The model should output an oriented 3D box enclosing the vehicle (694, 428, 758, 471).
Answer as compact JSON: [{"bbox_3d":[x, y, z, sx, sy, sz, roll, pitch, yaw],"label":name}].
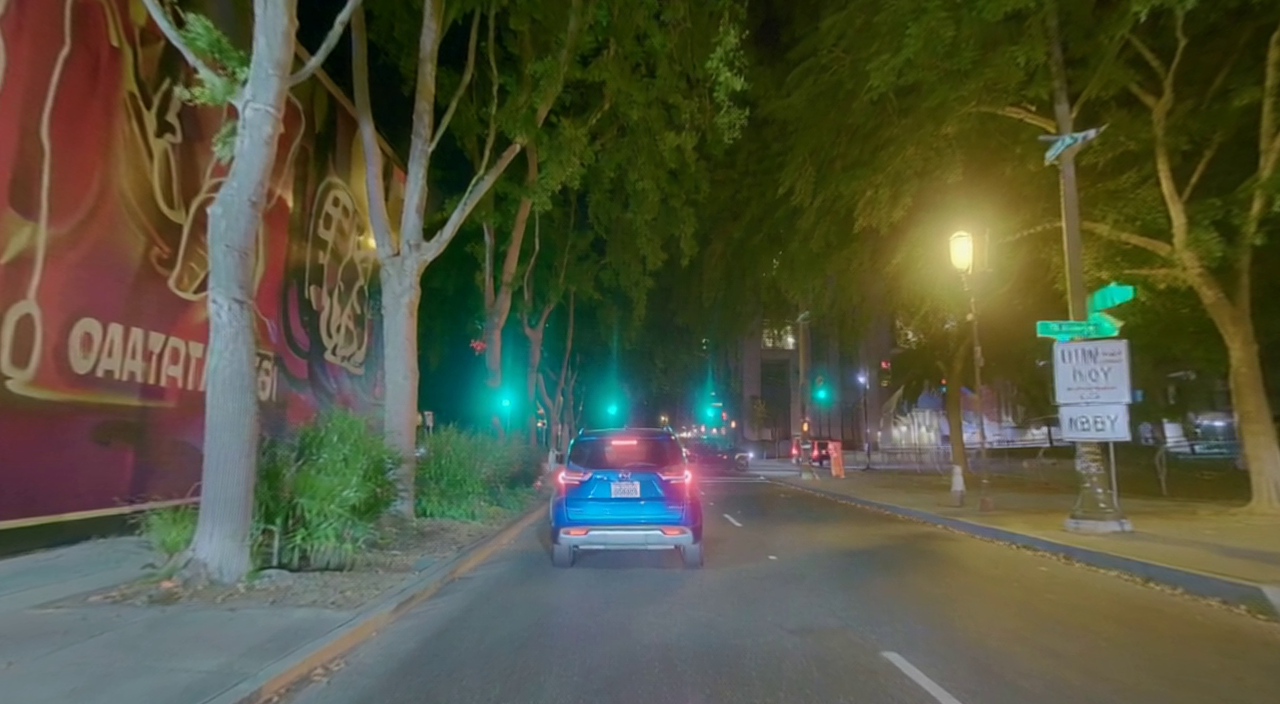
[{"bbox_3d":[4.742,5.205,33.804,2.448,2.063,5.513,-3,-9,17],"label":"vehicle"}]

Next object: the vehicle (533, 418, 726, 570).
[{"bbox_3d":[-0.132,1.829,8.827,2.079,1.621,3.861,0,-8,0],"label":"vehicle"}]
